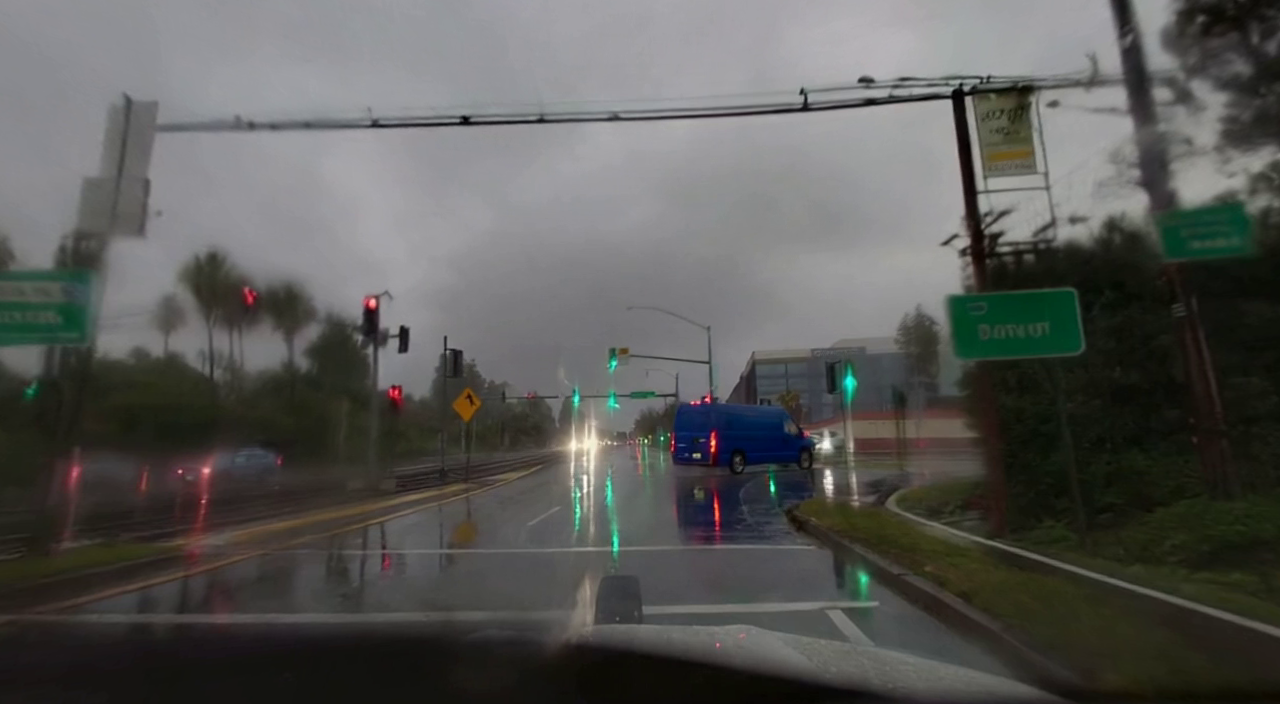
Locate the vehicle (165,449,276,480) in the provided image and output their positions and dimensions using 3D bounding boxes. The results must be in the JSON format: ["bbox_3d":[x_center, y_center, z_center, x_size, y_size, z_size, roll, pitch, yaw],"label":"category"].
[{"bbox_3d":[-24.635,6.597,37.221,4.925,1.634,2.219,1,-8,3],"label":"vehicle"}]

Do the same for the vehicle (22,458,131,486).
[{"bbox_3d":[-32.605,6.956,36.650,4.283,1.497,1.964,0,-8,-2],"label":"vehicle"}]

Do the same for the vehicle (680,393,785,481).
[{"bbox_3d":[3.662,3.307,24.416,2.606,3.020,4.180,-5,-10,30],"label":"vehicle"}]
